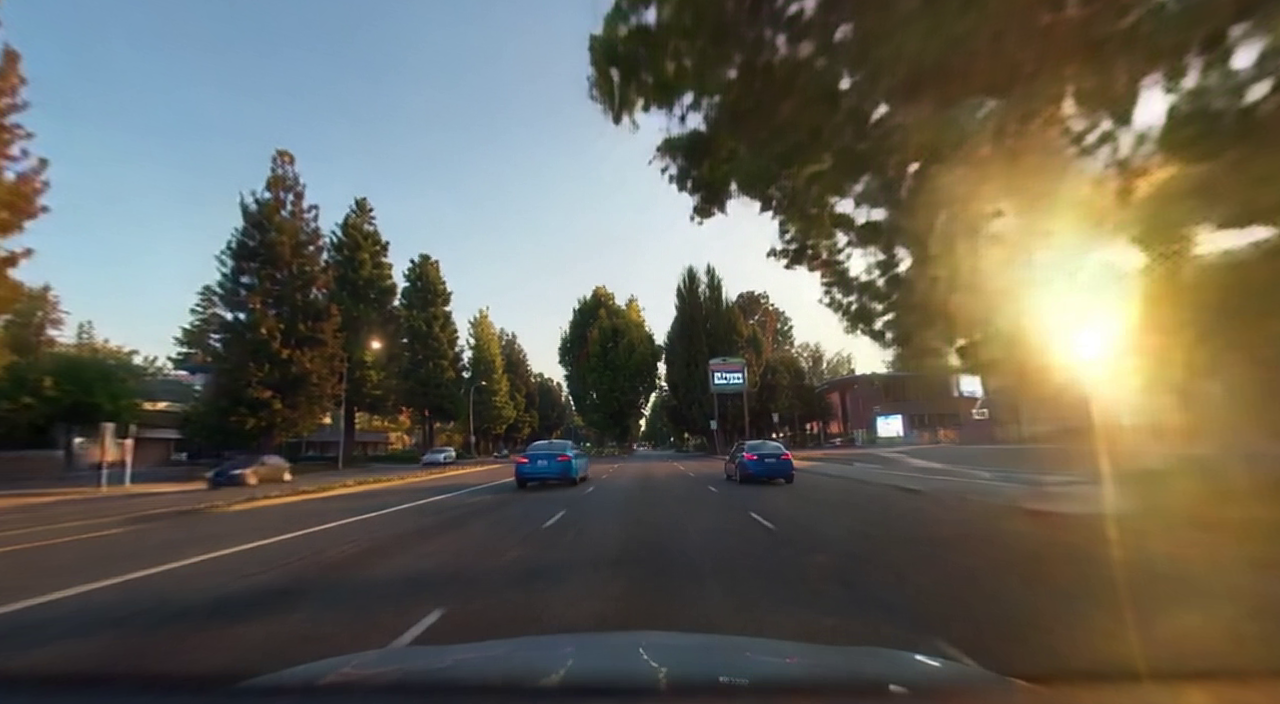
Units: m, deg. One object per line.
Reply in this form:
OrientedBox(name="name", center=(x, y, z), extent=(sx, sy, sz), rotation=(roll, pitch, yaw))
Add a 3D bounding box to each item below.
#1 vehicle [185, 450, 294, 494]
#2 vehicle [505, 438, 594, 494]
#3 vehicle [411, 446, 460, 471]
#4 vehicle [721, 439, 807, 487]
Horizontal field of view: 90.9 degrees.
OrientedBox(name="vehicle", center=(-15.910, 4.761, 25.303), extent=(1.778, 1.549, 3.914), rotation=(0, -8, 1))
OrientedBox(name="vehicle", center=(-2.658, 3.461, 19.528), extent=(2.001, 1.504, 4.212), rotation=(-1, -8, 2))
OrientedBox(name="vehicle", center=(-15.090, 7.867, 46.743), extent=(2.052, 1.729, 4.598), rotation=(0, -8, 0))
OrientedBox(name="vehicle", center=(4.126, 3.771, 21.740), extent=(1.977, 1.474, 4.399), rotation=(0, -8, -1))
